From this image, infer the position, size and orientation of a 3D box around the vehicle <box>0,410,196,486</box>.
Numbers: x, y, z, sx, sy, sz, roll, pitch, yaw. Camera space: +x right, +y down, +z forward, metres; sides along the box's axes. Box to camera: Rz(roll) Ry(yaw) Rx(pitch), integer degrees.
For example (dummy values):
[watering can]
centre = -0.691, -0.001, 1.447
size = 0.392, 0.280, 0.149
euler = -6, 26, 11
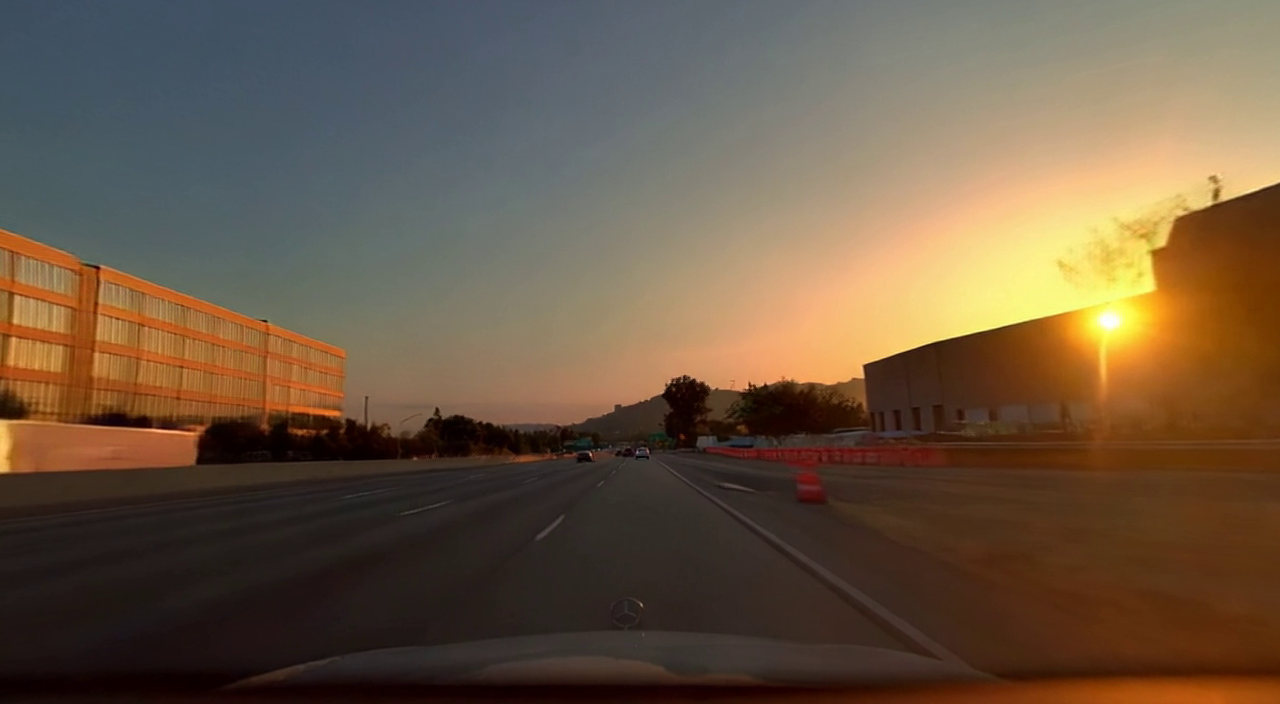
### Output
[vehicle]
centre = -35.390, 6.058, 39.728
size = 2.917, 3.981, 16.129
euler = 0, -9, 0
